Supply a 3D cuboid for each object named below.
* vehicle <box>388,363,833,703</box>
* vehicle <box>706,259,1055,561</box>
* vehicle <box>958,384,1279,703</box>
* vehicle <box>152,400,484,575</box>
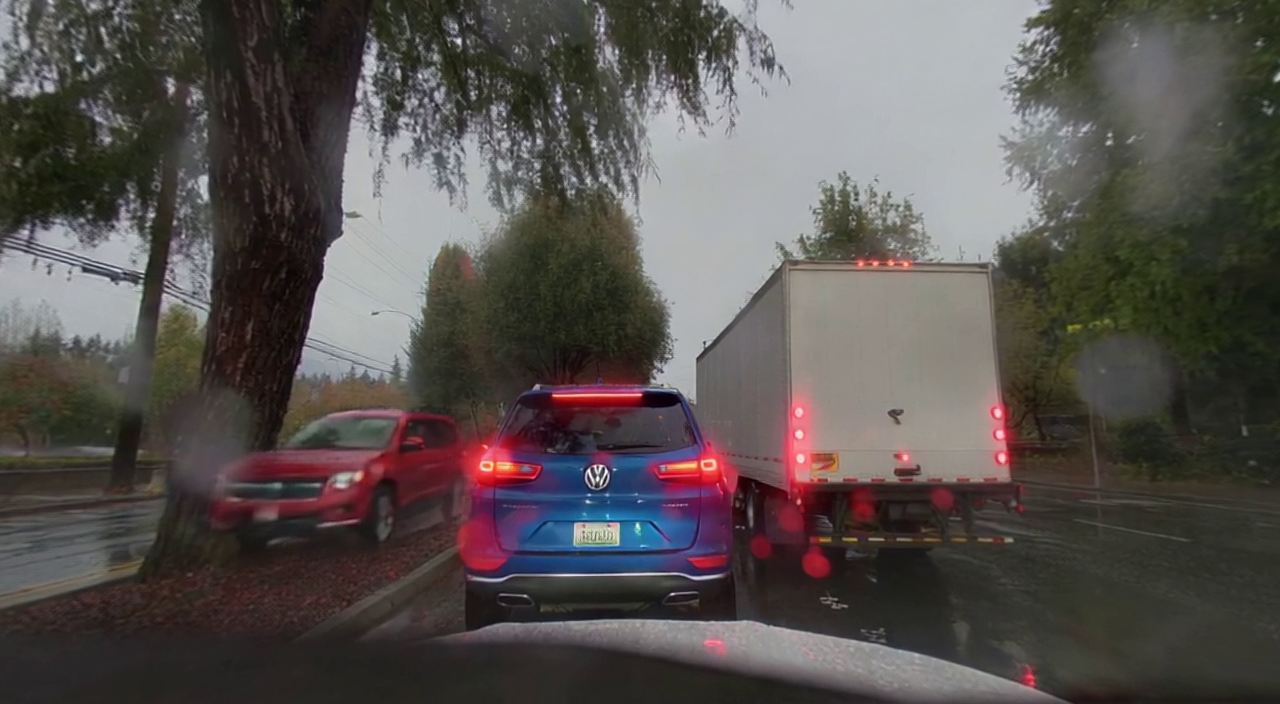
[{"bbox_3d":[-0.140,1.228,5.196,2.114,1.732,4.230,0,-8,0],"label":"vehicle"},{"bbox_3d":[3.236,1.267,11.827,2.915,3.559,8.848,0,-8,-1],"label":"vehicle"},{"bbox_3d":[2.820,0.747,1.195,1.971,1.484,4.728,0,-8,0],"label":"vehicle"},{"bbox_3d":[-4.071,1.827,9.373,2.119,1.835,5.261,0,-8,0],"label":"vehicle"}]
